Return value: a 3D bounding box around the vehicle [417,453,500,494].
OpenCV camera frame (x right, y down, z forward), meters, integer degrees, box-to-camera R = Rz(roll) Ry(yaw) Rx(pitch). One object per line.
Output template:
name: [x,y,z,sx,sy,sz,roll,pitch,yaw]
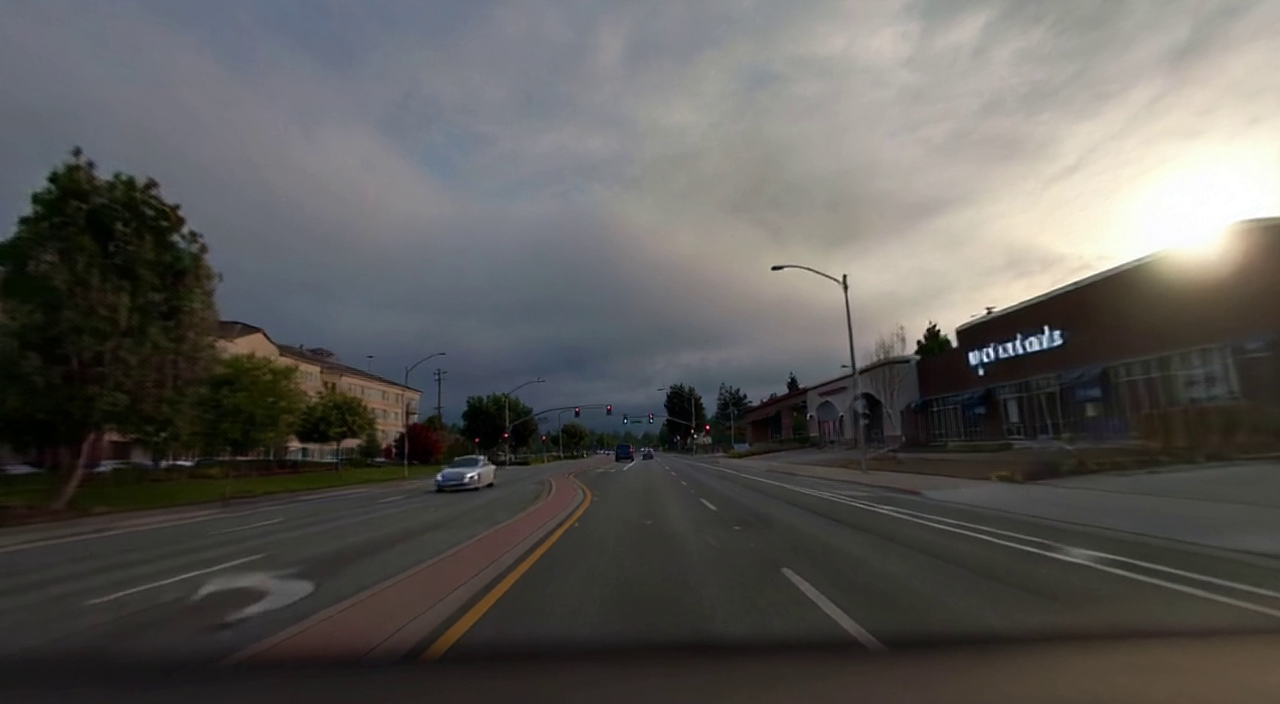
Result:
vehicle: [-7.194,4.856,25.536,1.954,1.451,4.536,0,-8,1]
